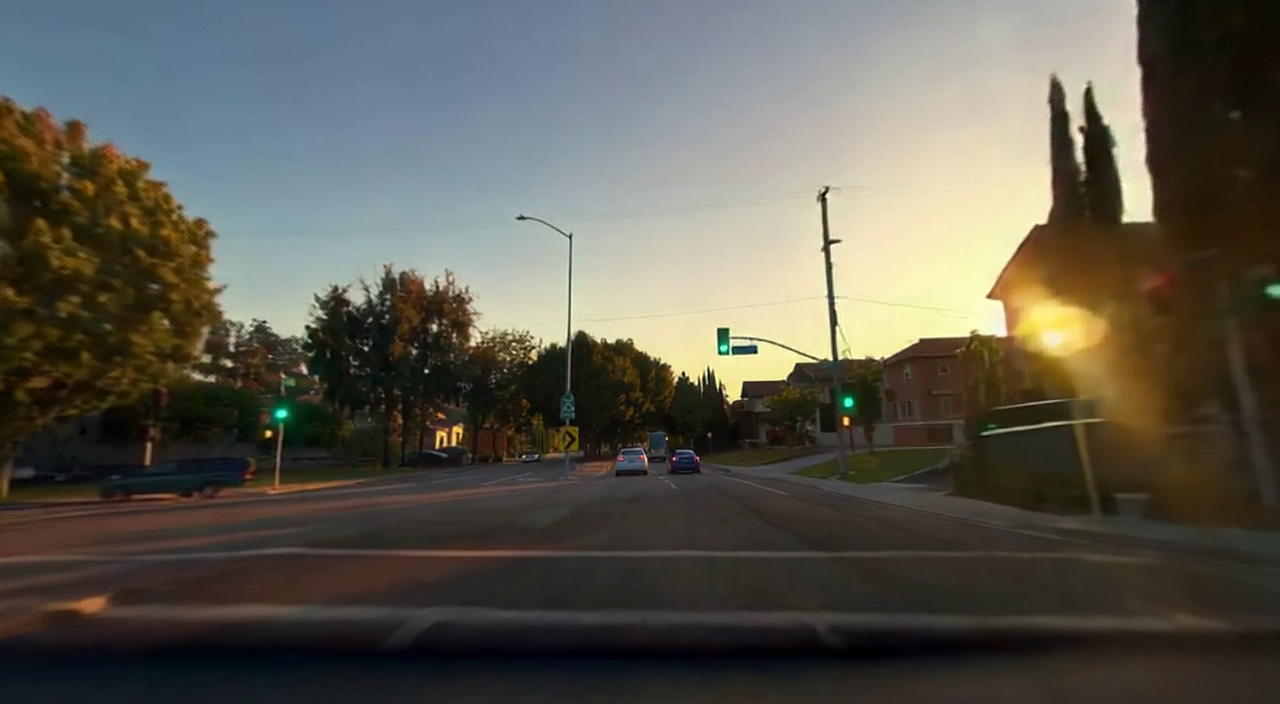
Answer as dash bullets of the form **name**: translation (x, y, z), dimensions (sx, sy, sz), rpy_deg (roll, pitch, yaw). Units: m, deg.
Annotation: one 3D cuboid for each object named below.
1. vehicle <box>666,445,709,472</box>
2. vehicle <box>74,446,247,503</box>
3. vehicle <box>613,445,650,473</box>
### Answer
- **vehicle**: translation (2.716, 6.272, 37.439), dimensions (2.057, 1.496, 4.401), rpy_deg (0, -8, -2)
- **vehicle**: translation (-18.419, 4.646, 24.515), dimensions (5.008, 1.940, 2.188), rpy_deg (6, -11, -38)
- **vehicle**: translation (-0.528, 6.128, 36.539), dimensions (2.018, 1.511, 3.993), rpy_deg (0, -8, -1)
